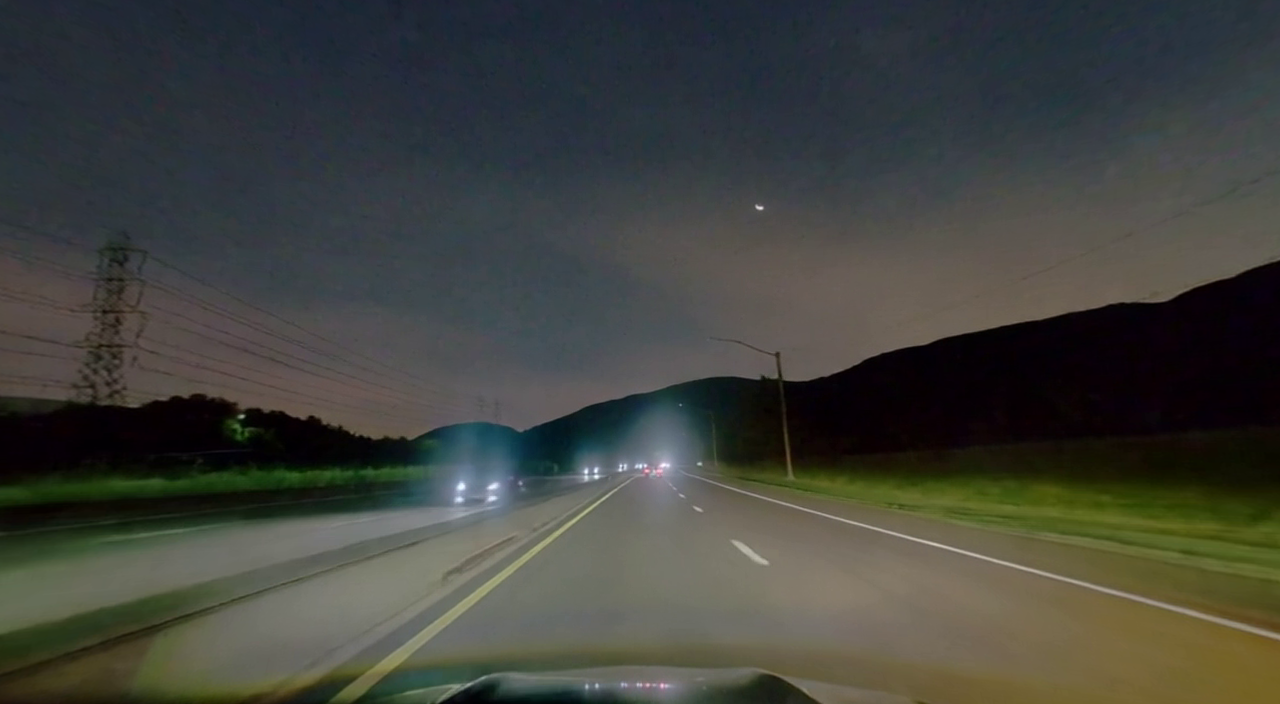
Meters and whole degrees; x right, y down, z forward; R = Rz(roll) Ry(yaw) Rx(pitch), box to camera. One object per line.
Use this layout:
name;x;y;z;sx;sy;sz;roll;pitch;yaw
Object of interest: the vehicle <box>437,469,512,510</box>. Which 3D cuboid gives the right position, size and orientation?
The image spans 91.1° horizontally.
vehicle;-7.022;5.877;27.175;2.023;1.583;4.524;1;-10;0
